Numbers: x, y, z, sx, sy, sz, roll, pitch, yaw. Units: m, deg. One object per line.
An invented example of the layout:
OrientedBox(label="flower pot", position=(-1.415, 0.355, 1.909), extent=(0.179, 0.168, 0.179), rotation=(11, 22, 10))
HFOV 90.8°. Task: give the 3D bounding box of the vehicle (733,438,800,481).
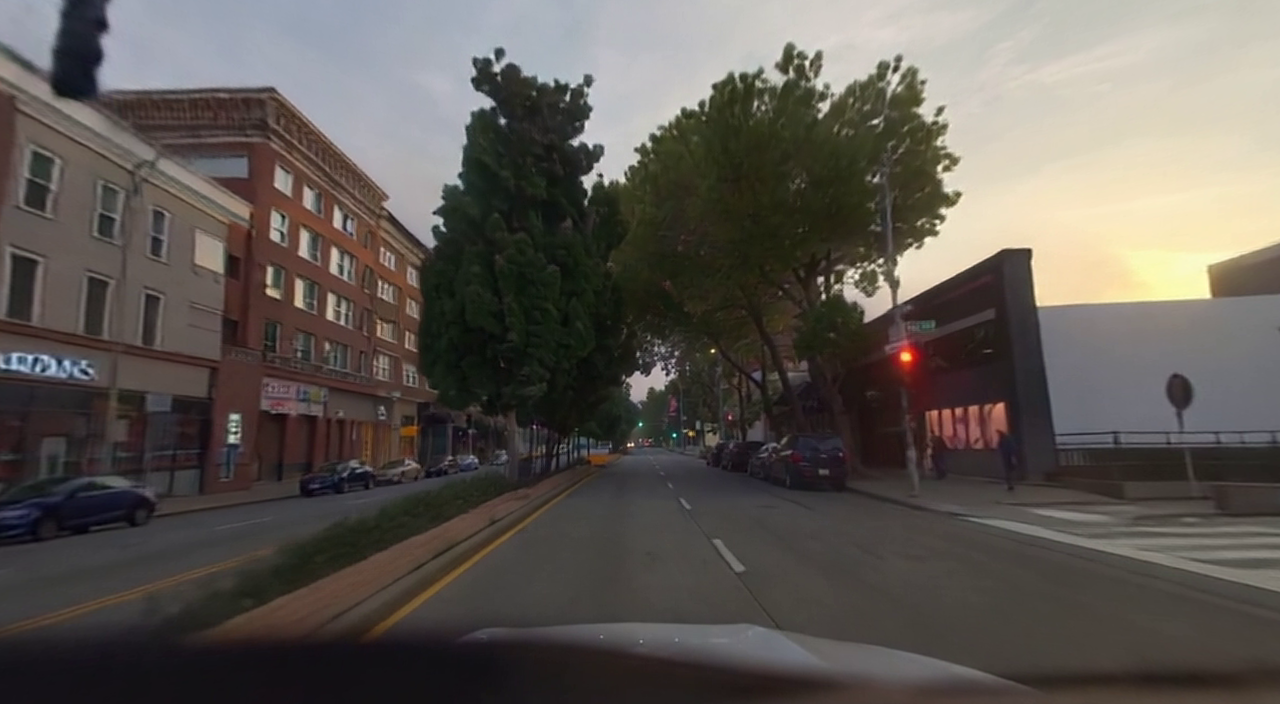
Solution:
OrientedBox(label="vehicle", position=(5.745, 4.921, 29.205), extent=(1.991, 1.771, 4.604), rotation=(0, -9, -2))

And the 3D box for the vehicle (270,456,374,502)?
OrientedBox(label="vehicle", position=(-12.213, 4.865, 24.596), extent=(1.804, 1.533, 4.121), rotation=(-1, -8, 1))

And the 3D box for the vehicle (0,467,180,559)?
OrientedBox(label="vehicle", position=(-12.255, 3.252, 13.326), extent=(1.842, 1.461, 4.371), rotation=(0, -8, -1))

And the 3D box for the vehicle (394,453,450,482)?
OrientedBox(label="vehicle", position=(-12.744, 6.732, 37.162), extent=(1.800, 1.532, 4.110), rotation=(-1, -8, 0))

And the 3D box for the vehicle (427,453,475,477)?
OrientedBox(label="vehicle", position=(-12.774, 7.630, 42.998), extent=(1.868, 1.418, 4.415), rotation=(-2, -9, 1))

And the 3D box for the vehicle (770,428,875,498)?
OrientedBox(label="vehicle", position=(5.757, 3.567, 20.589), extent=(2.010, 1.943, 4.319), rotation=(-2, -9, -1))

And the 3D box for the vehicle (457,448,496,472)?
OrientedBox(label="vehicle", position=(-12.289, 8.130, 47.798), extent=(1.834, 1.643, 4.110), rotation=(-1, -8, 1))

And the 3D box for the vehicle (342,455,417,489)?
OrientedBox(label="vehicle", position=(-12.799, 5.888, 31.337), extent=(1.927, 1.489, 4.572), rotation=(0, -8, -2))
